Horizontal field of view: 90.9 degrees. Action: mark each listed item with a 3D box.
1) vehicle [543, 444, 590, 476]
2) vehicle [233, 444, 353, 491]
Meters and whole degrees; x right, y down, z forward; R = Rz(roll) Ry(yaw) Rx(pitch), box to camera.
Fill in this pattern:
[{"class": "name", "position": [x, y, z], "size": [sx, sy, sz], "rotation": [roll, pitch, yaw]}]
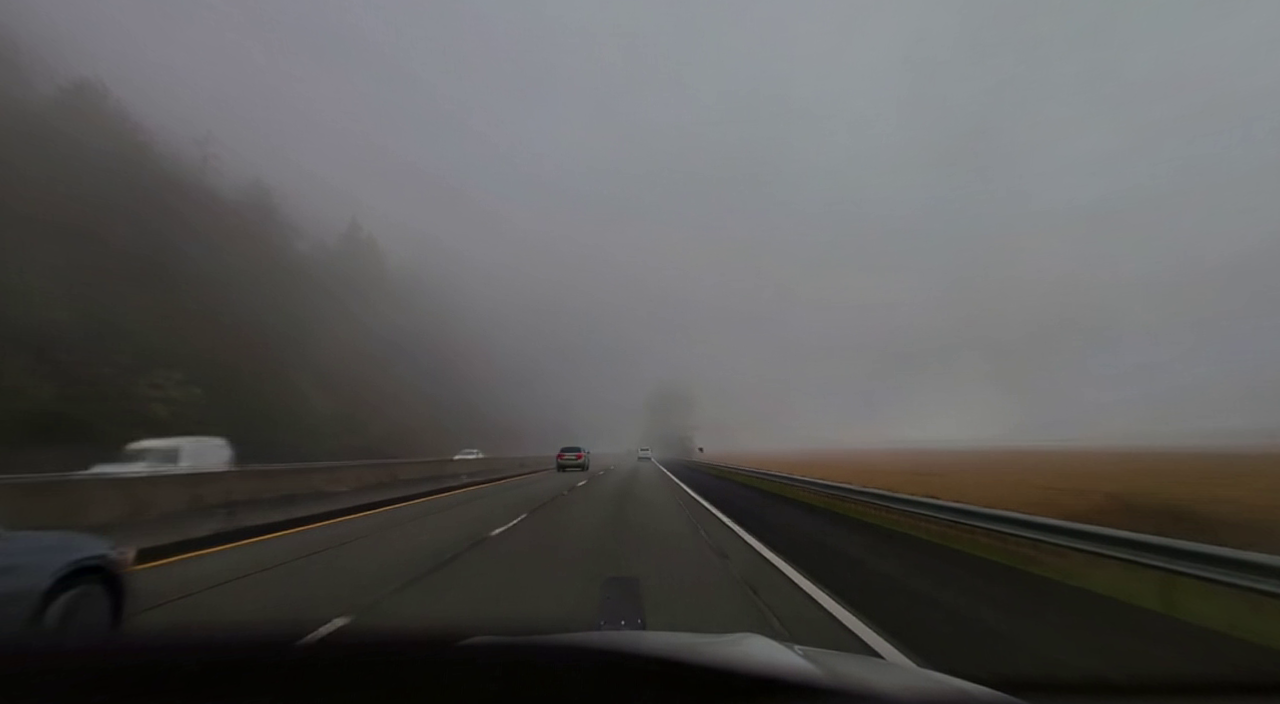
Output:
[{"class": "vehicle", "position": [-4.053, 6.045, 35.562], "size": [2.095, 1.664, 4.305], "rotation": [0, -9, 0]}, {"class": "vehicle", "position": [-12.598, 4.214, 23.257], "size": [1.943, 1.550, 4.277], "rotation": [0, -9, 0]}]
